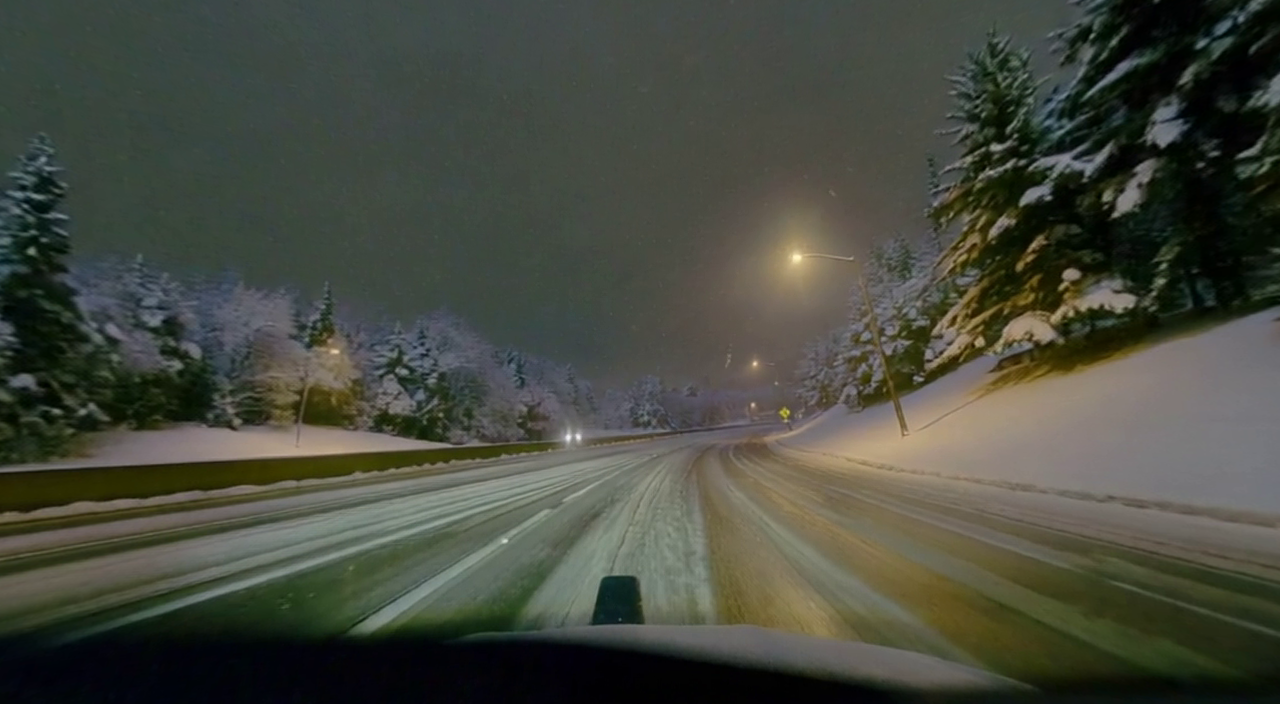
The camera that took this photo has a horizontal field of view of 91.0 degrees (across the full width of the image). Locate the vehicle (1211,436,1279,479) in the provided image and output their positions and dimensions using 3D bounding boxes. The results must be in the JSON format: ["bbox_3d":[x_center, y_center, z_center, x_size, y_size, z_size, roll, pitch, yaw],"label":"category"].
[{"bbox_3d":[35.909,5.961,35.717,2.193,2.281,5.602,-2,-10,8],"label":"vehicle"}]
